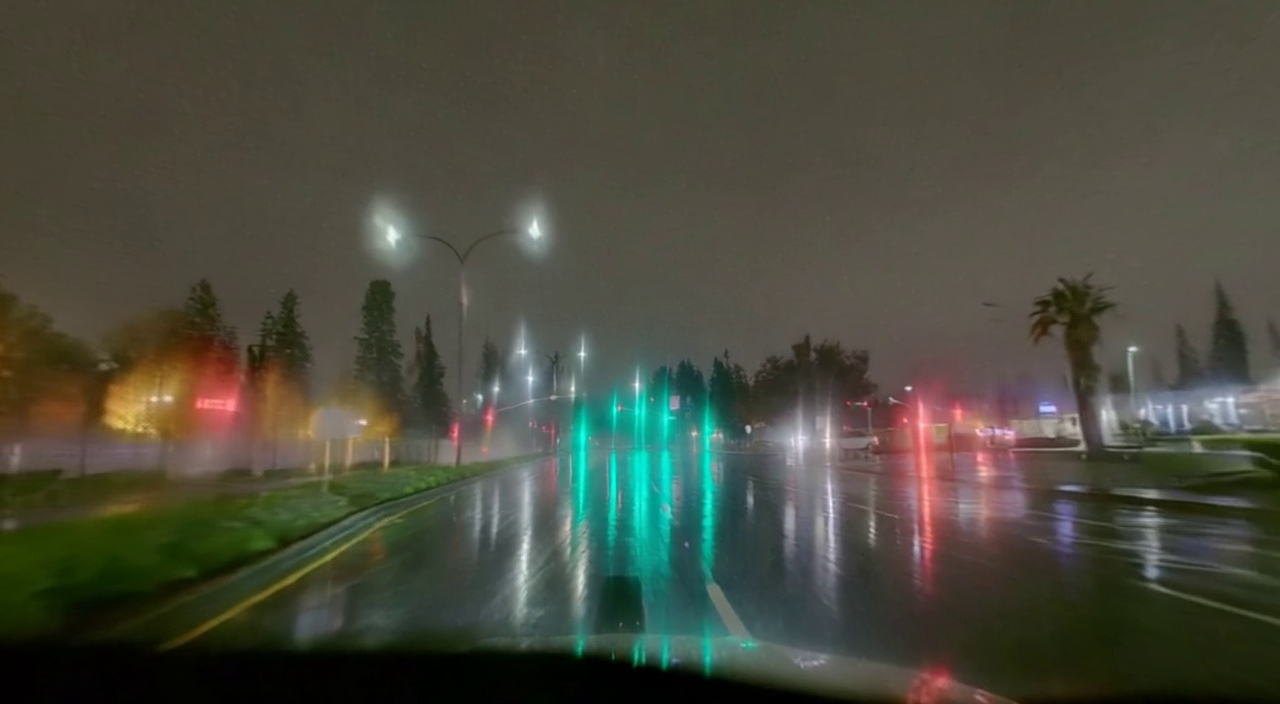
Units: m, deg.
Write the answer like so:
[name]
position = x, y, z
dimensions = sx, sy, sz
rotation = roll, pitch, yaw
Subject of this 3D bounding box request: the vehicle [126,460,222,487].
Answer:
[vehicle]
position = -31.594, 8.227, 42.917
dimensions = 4.885, 1.727, 2.080
rotation = -1, -9, 1
